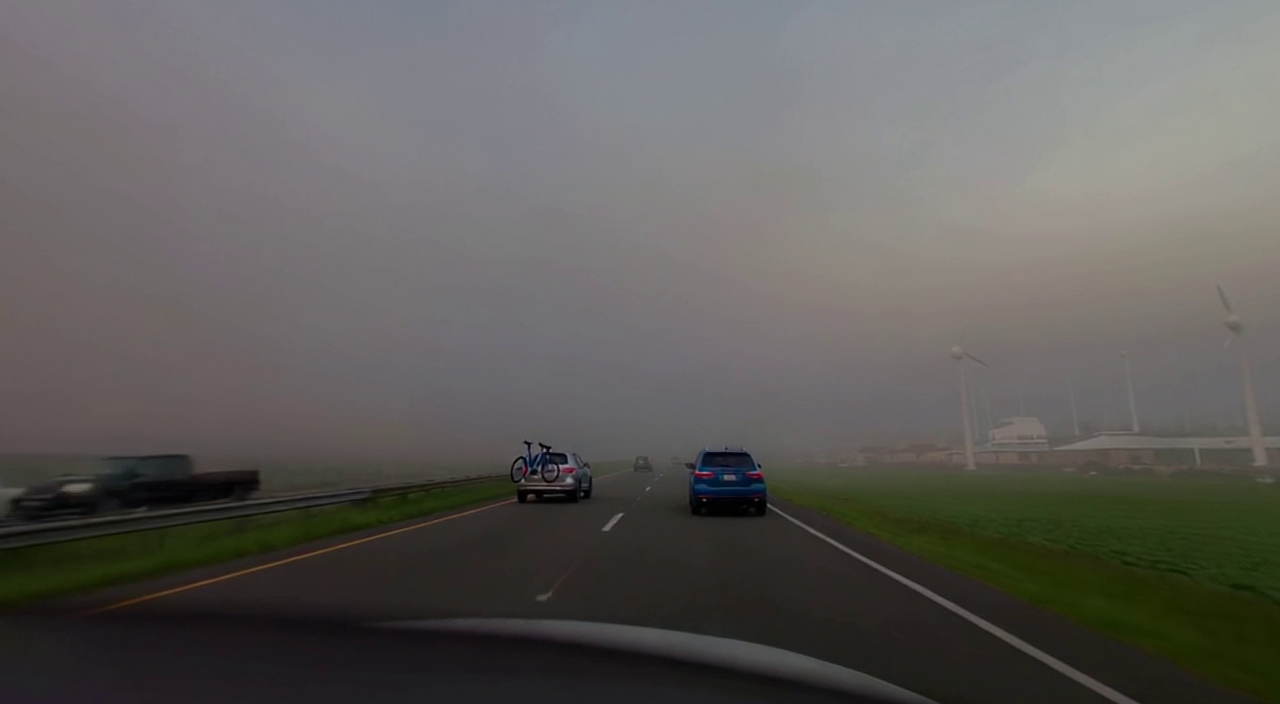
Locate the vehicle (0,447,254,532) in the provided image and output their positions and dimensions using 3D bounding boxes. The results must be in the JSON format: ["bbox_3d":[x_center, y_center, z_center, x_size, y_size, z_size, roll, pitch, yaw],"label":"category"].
[{"bbox_3d":[-10.955,2.878,13.829,2.088,1.545,4.230,-1,-9,3],"label":"vehicle"}]

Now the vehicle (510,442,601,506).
[{"bbox_3d":[-2.384,3.590,18.918,1.962,1.681,4.033,-1,-9,3],"label":"vehicle"}]

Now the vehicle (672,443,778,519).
[{"bbox_3d":[1.884,3.027,15.272,2.063,1.582,3.955,0,-9,1],"label":"vehicle"}]
